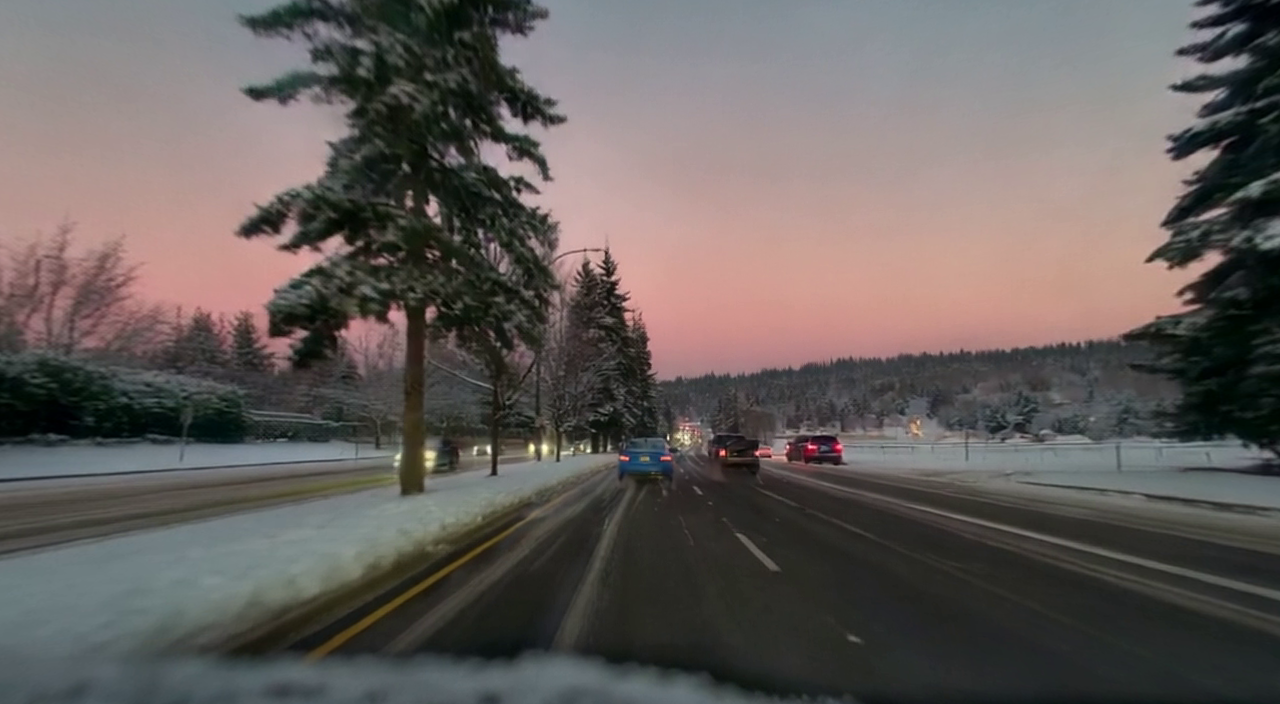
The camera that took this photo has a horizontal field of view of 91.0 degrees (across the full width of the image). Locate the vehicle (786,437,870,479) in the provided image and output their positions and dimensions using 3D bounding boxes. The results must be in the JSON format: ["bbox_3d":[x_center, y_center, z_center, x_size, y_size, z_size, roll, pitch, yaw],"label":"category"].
[{"bbox_3d":[7.280,4.145,24.841,1.928,1.488,4.361,0,-9,0],"label":"vehicle"}]

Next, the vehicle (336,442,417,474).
[{"bbox_3d":[-12.828,5.182,30.958,1.915,1.456,4.636,0,-9,1],"label":"vehicle"}]

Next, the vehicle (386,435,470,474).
[{"bbox_3d":[-9.078,4.430,27.412,2.074,1.543,4.536,0,-9,0],"label":"vehicle"}]

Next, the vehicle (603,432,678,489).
[{"bbox_3d":[0.014,3.438,20.275,2.145,1.603,4.369,0,-9,0],"label":"vehicle"}]

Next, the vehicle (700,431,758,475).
[{"bbox_3d":[3.876,4.470,28.117,1.976,1.796,4.159,0,-9,0],"label":"vehicle"}]
